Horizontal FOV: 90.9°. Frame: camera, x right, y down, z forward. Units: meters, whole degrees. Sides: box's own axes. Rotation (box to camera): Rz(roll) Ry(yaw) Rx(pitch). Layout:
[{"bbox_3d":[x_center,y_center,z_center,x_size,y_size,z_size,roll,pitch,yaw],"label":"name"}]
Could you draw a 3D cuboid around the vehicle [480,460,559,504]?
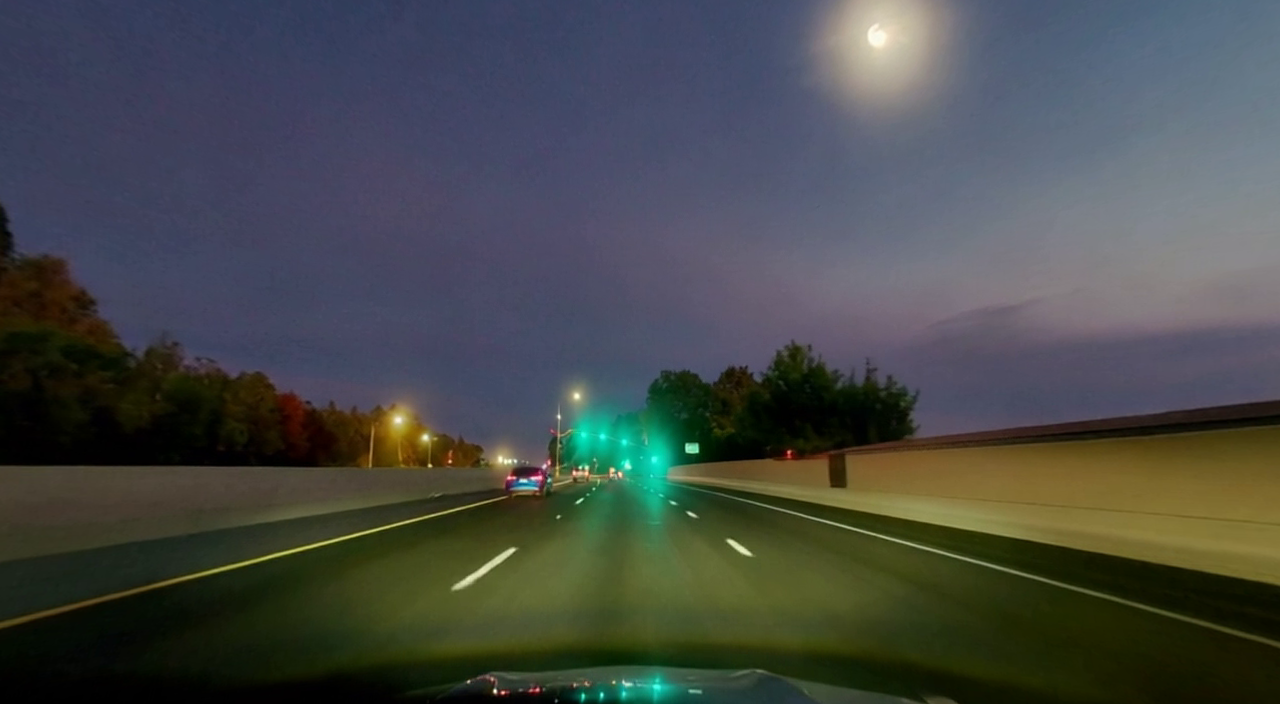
[{"bbox_3d":[-4.793,5.297,25.881,2.328,1.559,5.041,1,-11,-1],"label":"vehicle"}]
